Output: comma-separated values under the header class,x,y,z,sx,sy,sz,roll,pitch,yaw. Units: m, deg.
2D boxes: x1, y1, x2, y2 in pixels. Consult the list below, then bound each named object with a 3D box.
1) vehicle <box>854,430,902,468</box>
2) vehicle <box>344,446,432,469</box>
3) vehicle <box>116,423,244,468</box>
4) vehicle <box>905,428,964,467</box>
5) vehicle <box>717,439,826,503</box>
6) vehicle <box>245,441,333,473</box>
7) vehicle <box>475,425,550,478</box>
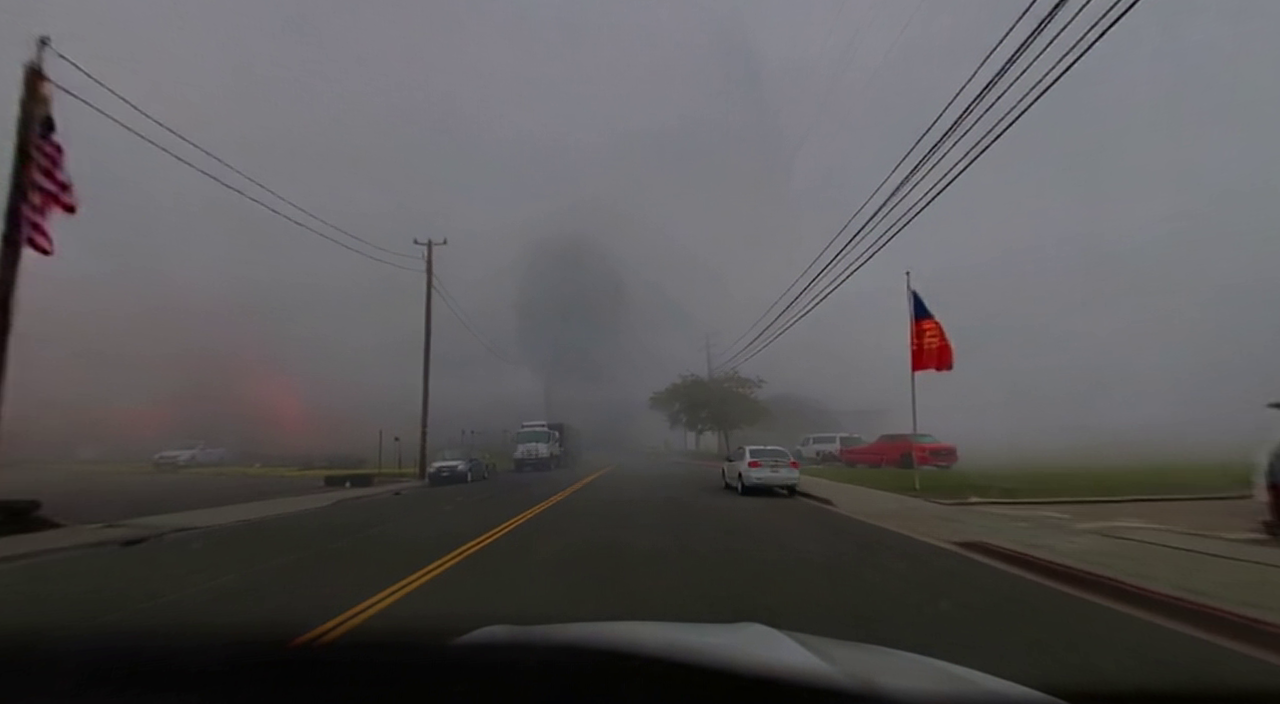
class,x,y,z,sx,sy,sz,roll,pitch,yaw
vehicle,12.659,5.115,33.412,2.159,1.840,4.404,-3,-9,22
vehicle,-16.596,6.950,41.725,4.890,1.483,2.055,0,-9,3
vehicle,-35.728,7.301,49.204,7.633,3.371,2.994,-1,-9,4
vehicle,15.274,4.989,33.041,2.311,1.876,4.987,-3,-9,20
vehicle,3.647,3.389,18.463,2.111,1.611,4.576,0,-9,-1
vehicle,-20.417,6.142,37.095,2.152,1.746,5.461,0,-9,-1
vehicle,-7.564,5.997,38.347,2.845,2.738,7.208,-3,-9,2
